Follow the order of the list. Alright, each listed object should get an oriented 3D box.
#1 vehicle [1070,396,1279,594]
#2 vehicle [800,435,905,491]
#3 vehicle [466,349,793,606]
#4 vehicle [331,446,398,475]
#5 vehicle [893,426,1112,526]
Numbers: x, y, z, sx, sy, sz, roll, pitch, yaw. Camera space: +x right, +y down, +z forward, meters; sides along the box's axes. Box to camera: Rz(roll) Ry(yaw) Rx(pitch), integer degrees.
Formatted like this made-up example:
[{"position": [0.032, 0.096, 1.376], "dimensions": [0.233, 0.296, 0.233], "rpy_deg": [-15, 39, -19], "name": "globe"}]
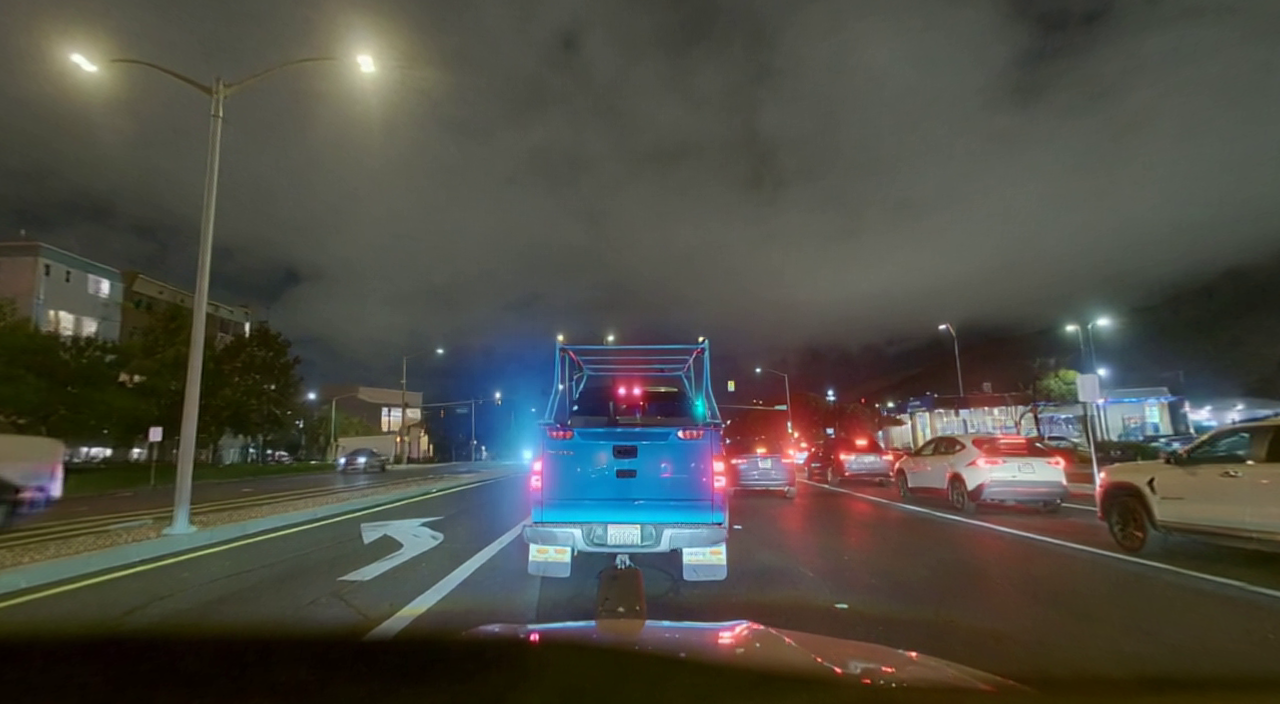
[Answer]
[{"position": [6.815, 1.361, 6.158], "dimensions": [2.023, 1.771, 4.488], "rpy_deg": [0, -9, 0], "name": "vehicle"}, {"position": [7.065, 3.734, 21.585], "dimensions": [1.953, 1.665, 4.327], "rpy_deg": [0, -9, -2], "name": "vehicle"}, {"position": [-0.137, 1.449, 8.156], "dimensions": [2.682, 2.117, 5.706], "rpy_deg": [0, -9, -1], "name": "vehicle"}, {"position": [-19.540, 7.691, 45.134], "dimensions": [2.205, 1.916, 5.771], "rpy_deg": [0, -9, -1], "name": "vehicle"}, {"position": [7.065, 2.440, 12.968], "dimensions": [1.931, 1.692, 4.267], "rpy_deg": [0, -9, 0], "name": "vehicle"}]
